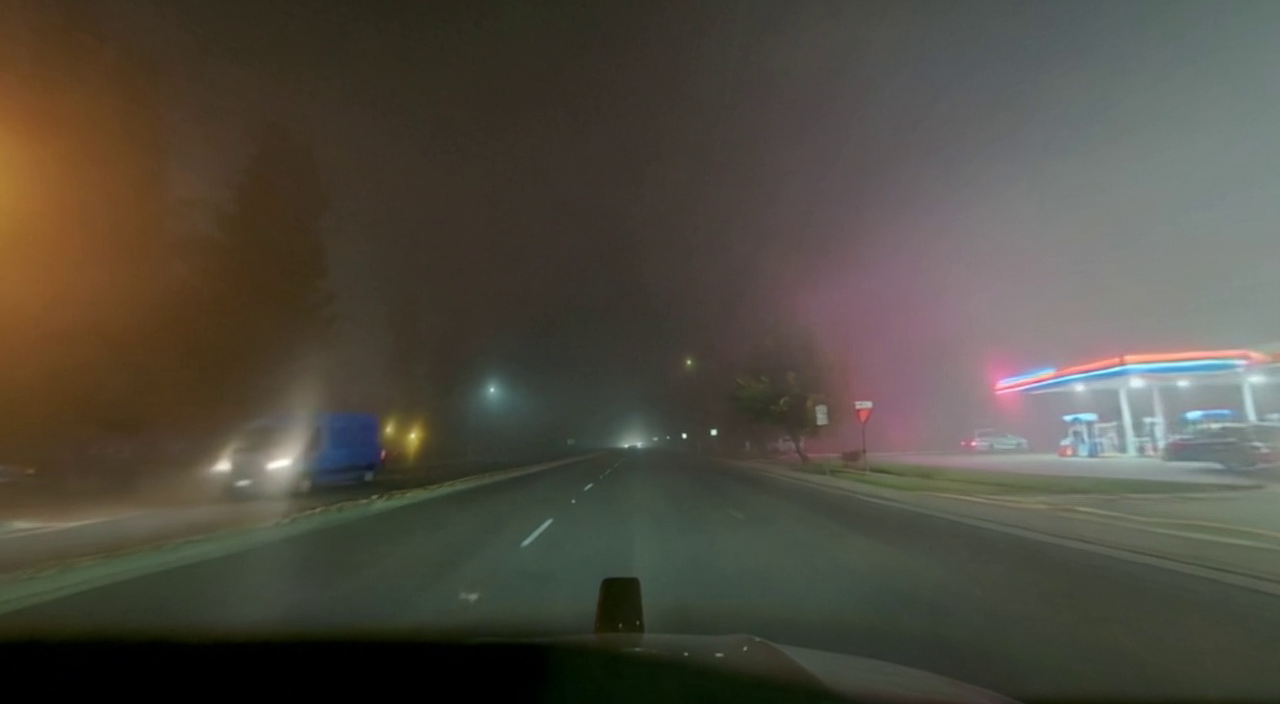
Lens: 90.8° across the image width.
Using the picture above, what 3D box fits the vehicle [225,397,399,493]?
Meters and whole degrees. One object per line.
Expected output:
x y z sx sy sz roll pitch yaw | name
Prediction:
-12.100 3.538 24.183 2.931 3.122 6.555 -1 -8 1 | vehicle

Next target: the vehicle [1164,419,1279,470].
19.422 2.934 19.977 1.994 1.452 4.227 0 -8 0 | vehicle
